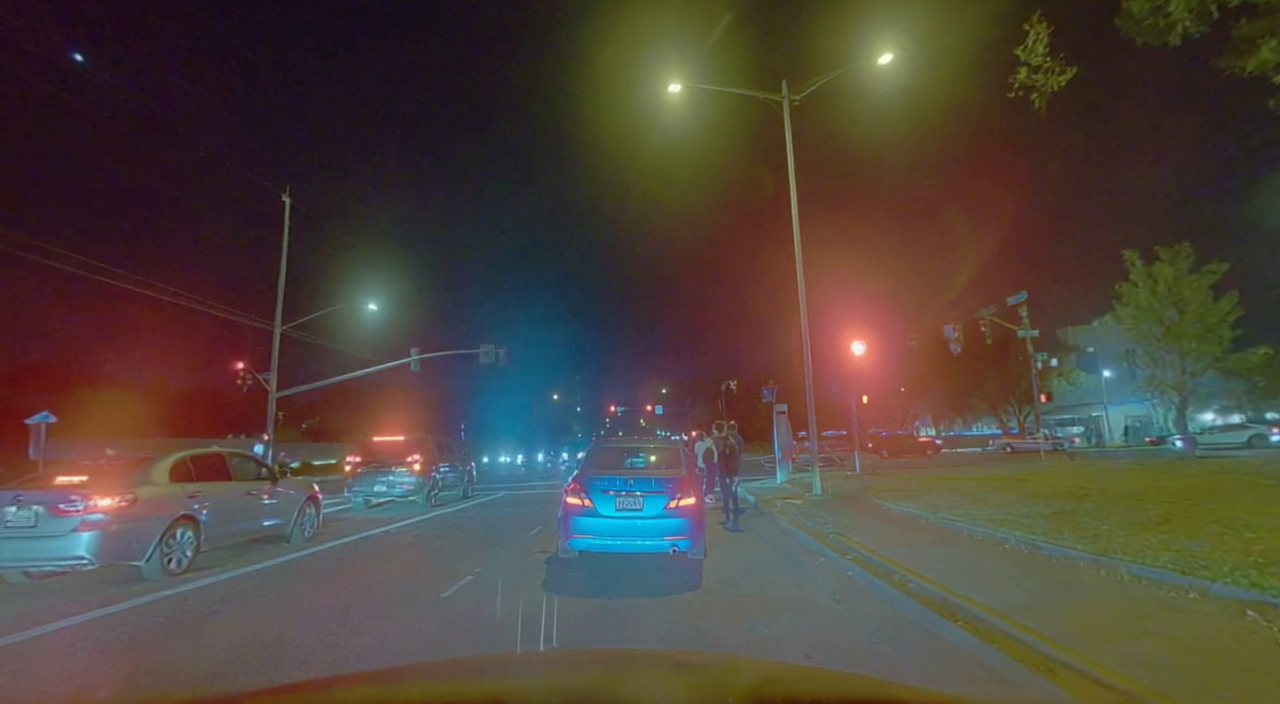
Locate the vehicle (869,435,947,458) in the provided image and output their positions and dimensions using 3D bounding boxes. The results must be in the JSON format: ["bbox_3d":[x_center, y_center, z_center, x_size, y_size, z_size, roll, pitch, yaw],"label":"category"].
[{"bbox_3d":[17.549,6.195,41.111,4.441,1.452,1.798,-5,-10,30],"label":"vehicle"}]

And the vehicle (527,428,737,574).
[{"bbox_3d":[-0.056,1.866,8.677,2.182,1.501,4.150,0,-9,1],"label":"vehicle"}]

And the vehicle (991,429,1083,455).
[{"bbox_3d":[23.785,5.435,37.759,4.454,1.440,1.816,-5,-10,30],"label":"vehicle"}]

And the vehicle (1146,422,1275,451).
[{"bbox_3d":[30.524,4.593,33.812,4.739,1.472,1.804,-5,-10,29],"label":"vehicle"}]

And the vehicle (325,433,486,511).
[{"bbox_3d":[-6.171,3.225,17.422,2.230,1.811,5.183,-1,-9,3],"label":"vehicle"}]

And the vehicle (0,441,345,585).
[{"bbox_3d":[-6.342,2.076,9.025,1.948,1.530,4.283,0,-9,3],"label":"vehicle"}]
